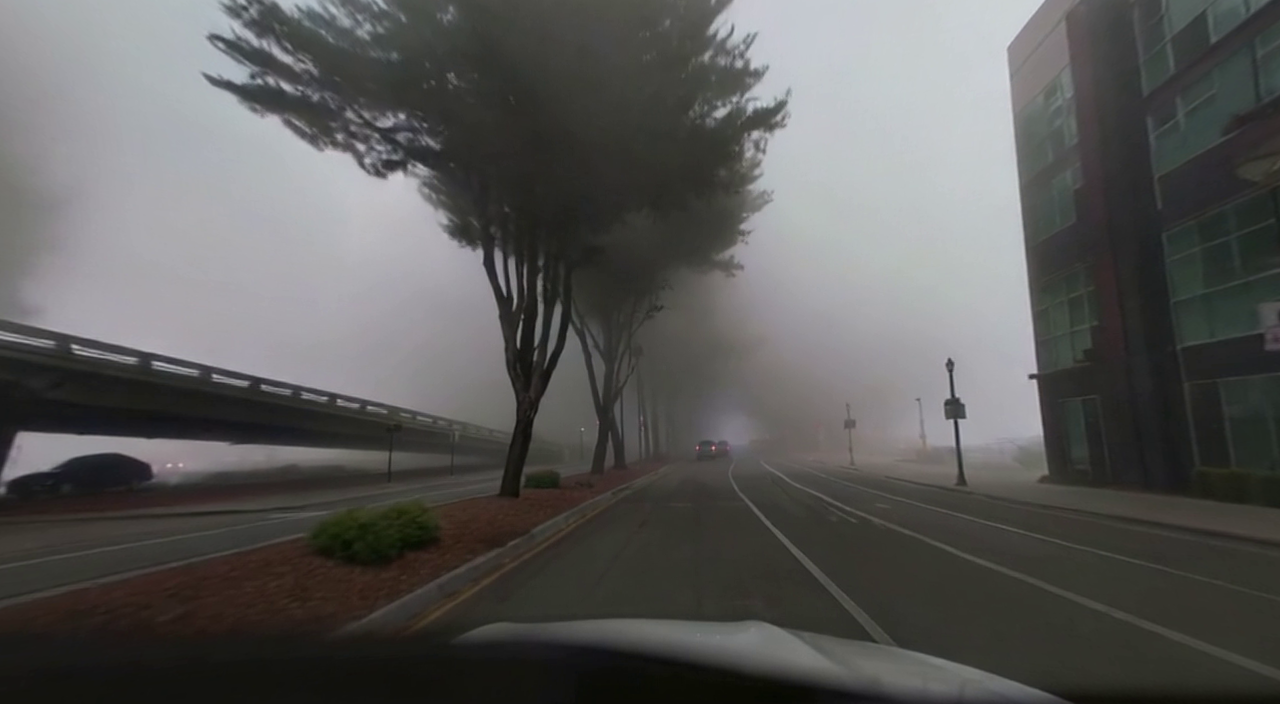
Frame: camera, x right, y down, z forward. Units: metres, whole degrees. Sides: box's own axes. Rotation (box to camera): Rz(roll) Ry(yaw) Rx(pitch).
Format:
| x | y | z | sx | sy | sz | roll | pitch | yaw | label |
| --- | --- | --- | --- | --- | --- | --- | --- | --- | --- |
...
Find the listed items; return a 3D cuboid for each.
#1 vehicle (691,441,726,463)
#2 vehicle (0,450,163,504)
| x | y | z | sx | sy | sz | roll | pitch | yaw | label |
| --- | --- | --- | --- | --- | --- | --- | --- | --- | --- |
| 5.110 | 7.366 | 46.476 | 2.280 | 1.475 | 4.051 | -2 | -9 | 10 | vehicle |
| -19.799 | 4.363 | 22.125 | 4.562 | 1.464 | 2.090 | -4 | -7 | 3 | vehicle |
